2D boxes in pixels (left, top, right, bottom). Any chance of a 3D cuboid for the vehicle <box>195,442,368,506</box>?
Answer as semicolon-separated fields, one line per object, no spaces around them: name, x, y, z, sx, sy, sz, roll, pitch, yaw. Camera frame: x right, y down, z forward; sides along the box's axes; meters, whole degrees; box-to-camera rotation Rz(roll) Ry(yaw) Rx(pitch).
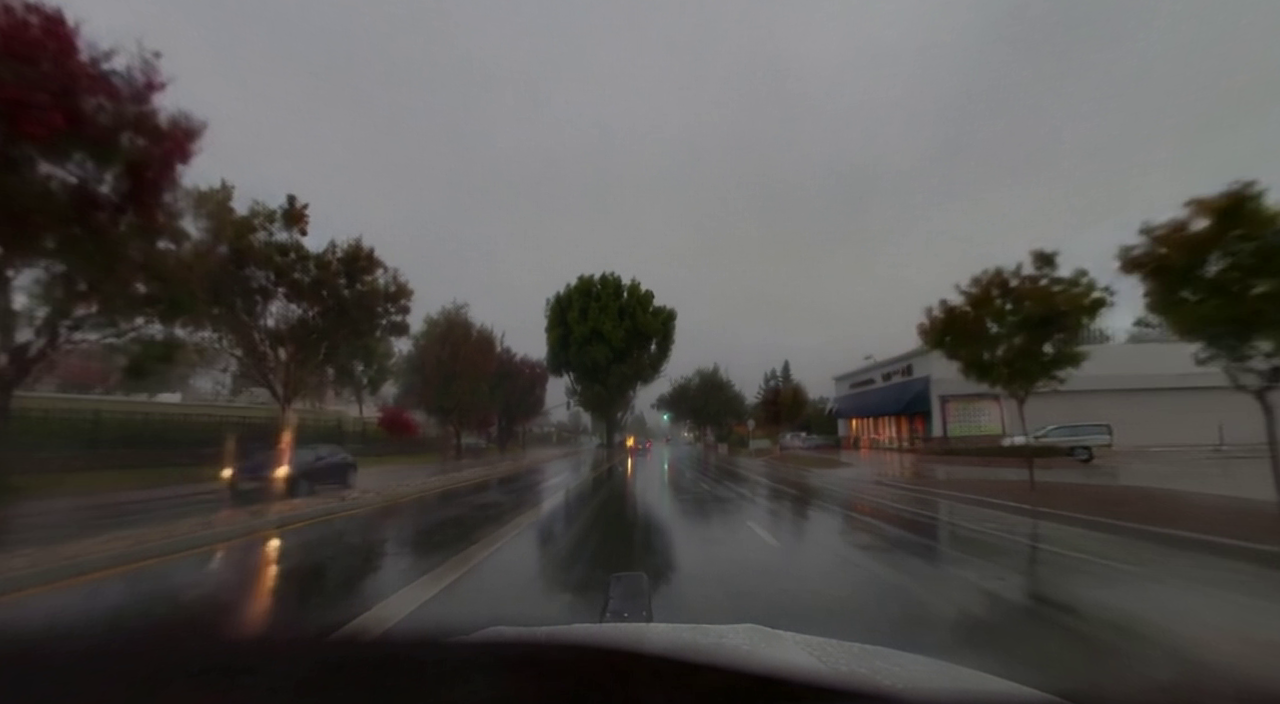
vehicle;-9.300;3.156;16.889;1.946;1.470;4.443;0;-8;1

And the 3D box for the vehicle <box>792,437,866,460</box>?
vehicle;14.192;7.220;47.442;5.001;1.554;1.961;-3;-8;31

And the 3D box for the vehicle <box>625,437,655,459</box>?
vehicle;0.073;7.391;48.576;2.196;1.646;4.109;0;-8;1
